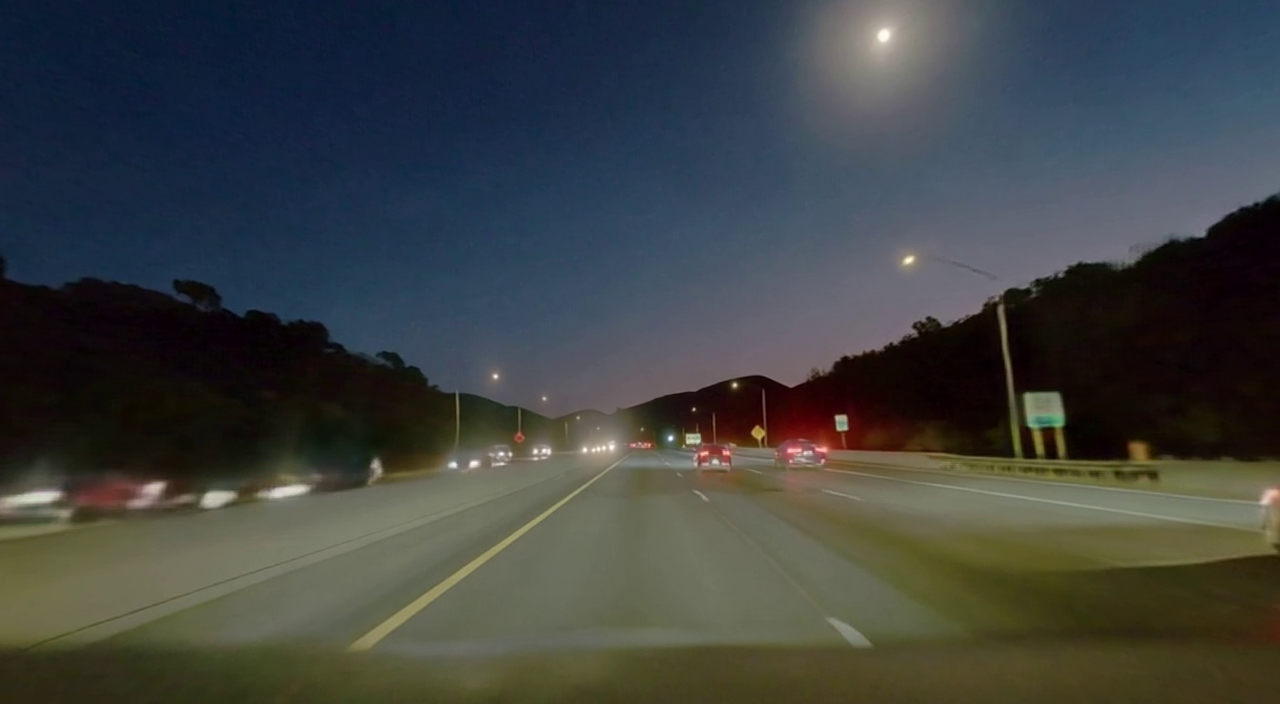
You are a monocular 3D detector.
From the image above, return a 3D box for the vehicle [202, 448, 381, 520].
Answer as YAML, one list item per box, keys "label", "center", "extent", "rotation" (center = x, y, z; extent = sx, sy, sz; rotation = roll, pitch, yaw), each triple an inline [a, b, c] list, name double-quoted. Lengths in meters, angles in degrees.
- label: "vehicle"
  center: [-8.601, 3.248, 16.164]
  extent: [1.949, 1.488, 4.526]
  rotation: [-2, -8, 1]

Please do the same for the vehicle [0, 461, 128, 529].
- label: "vehicle"
  center: [-15.880, 3.540, 15.752]
  extent: [2.136, 1.479, 4.748]
  rotation: [-1, -8, 1]

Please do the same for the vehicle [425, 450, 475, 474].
- label: "vehicle"
  center: [-11.855, 6.886, 39.611]
  extent: [1.825, 1.322, 4.145]
  rotation: [-2, -8, 1]

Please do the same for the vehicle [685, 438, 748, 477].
- label: "vehicle"
  center: [2.997, 4.241, 25.619]
  extent: [2.044, 1.444, 4.216]
  rotation: [0, -8, 0]
